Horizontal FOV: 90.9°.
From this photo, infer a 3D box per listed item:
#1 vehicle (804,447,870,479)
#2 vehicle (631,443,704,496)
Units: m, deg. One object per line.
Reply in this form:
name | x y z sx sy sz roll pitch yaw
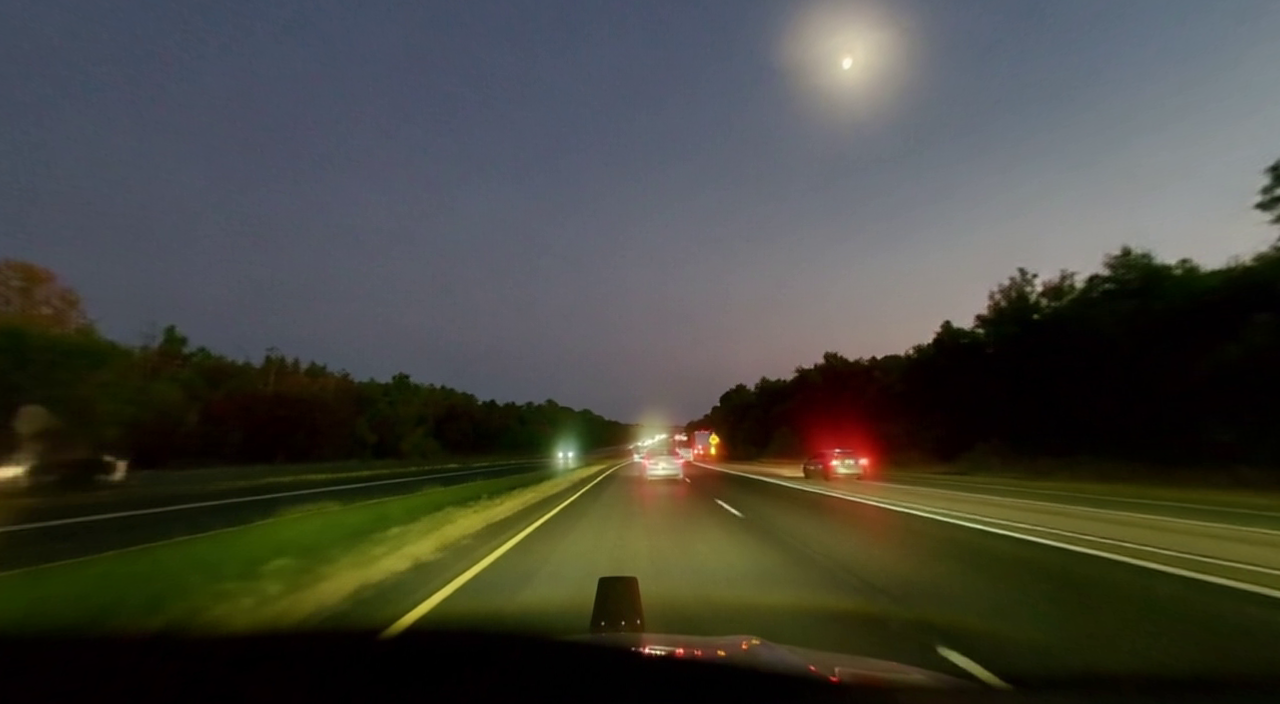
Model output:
vehicle | 9.631 5.441 31.107 1.926 1.483 3.528 0 -9 -3
vehicle | 0.742 3.621 19.772 2.053 1.483 4.185 0 -9 -1
